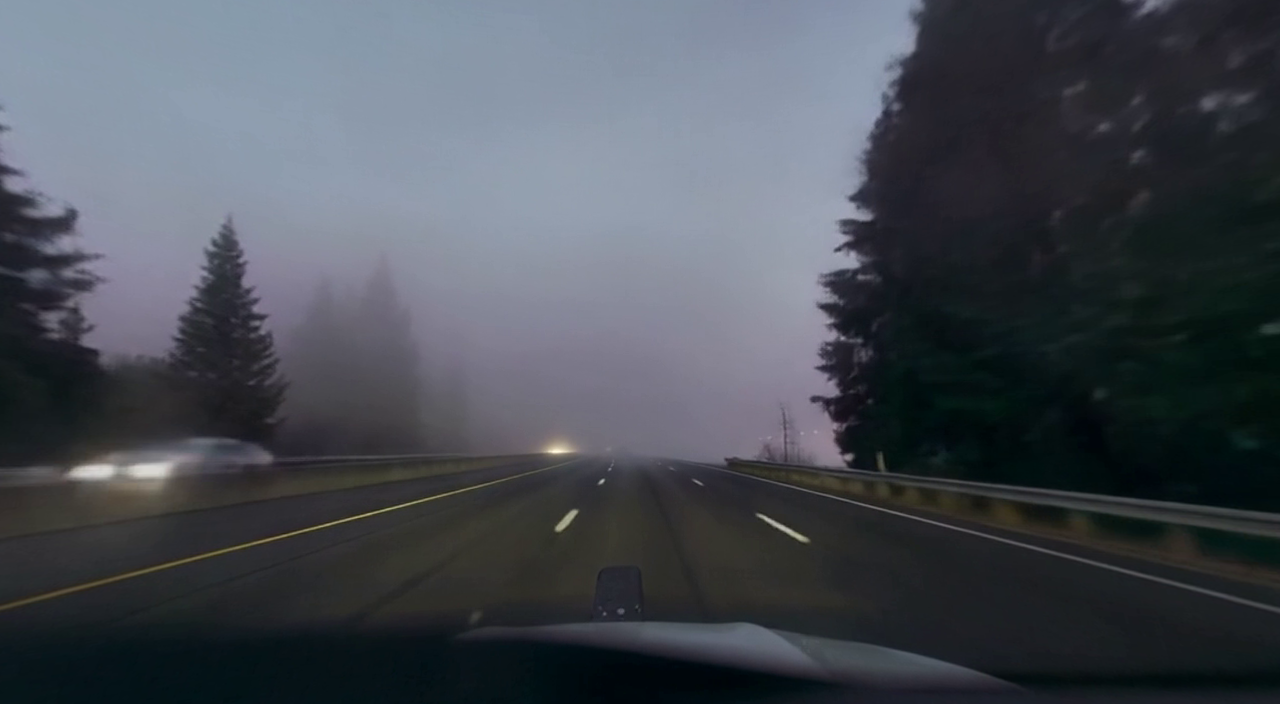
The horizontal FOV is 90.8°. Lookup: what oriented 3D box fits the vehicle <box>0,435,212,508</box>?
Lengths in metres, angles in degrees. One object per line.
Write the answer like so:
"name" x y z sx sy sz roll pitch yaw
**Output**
"vehicle" -12.883 2.793 15.174 1.942 1.473 4.687 0 -9 -1
